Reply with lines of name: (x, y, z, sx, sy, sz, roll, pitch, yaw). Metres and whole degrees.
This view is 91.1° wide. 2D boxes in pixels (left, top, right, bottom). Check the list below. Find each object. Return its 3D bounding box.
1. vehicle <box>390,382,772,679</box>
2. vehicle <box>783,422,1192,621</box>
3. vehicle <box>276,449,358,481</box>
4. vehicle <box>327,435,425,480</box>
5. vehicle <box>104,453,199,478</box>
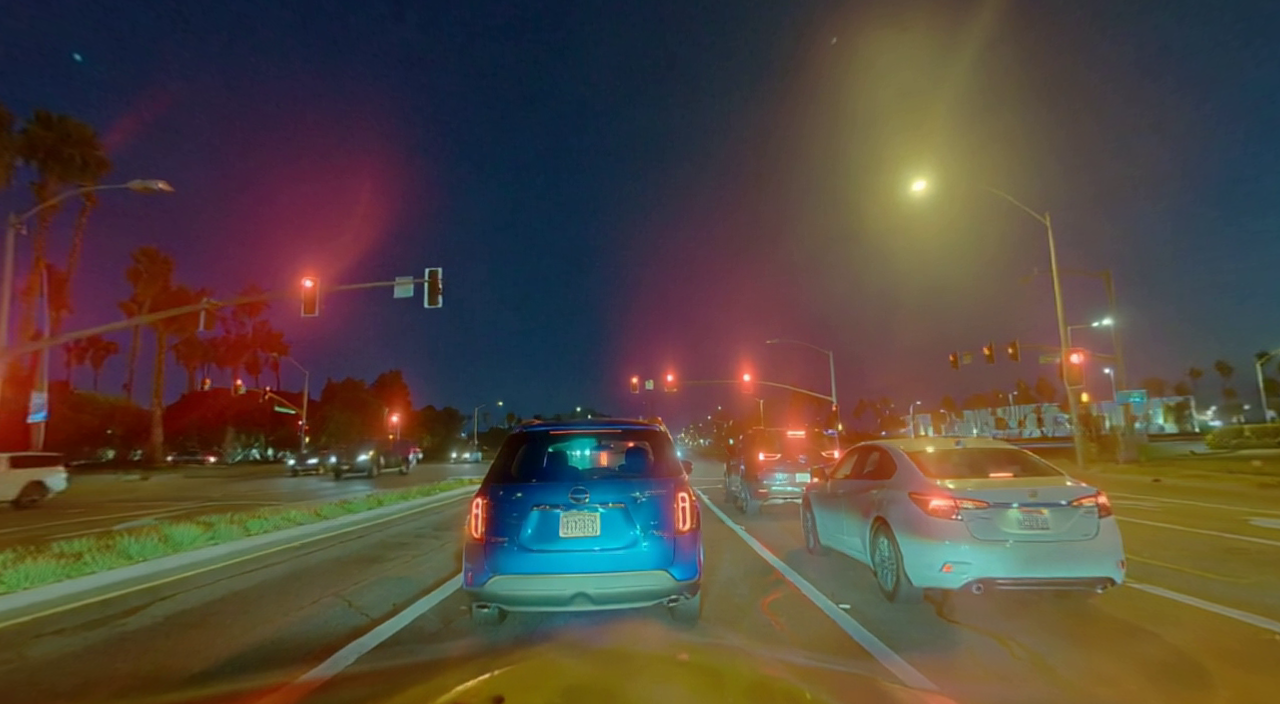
vehicle: (-0.336, 1.319, 5.699, 2.172, 1.694, 4.055, 0, -8, 0)
vehicle: (3.120, 1.608, 7.001, 1.971, 1.473, 4.495, 0, -8, 0)
vehicle: (-16.894, 5.894, 33.067, 1.951, 1.500, 4.372, 0, -8, 1)
vehicle: (-12.554, 5.059, 30.397, 2.317, 1.924, 5.636, 0, -9, -1)
vehicle: (-36.615, 8.507, 47.121, 5.347, 1.785, 2.123, 0, -8, 1)
